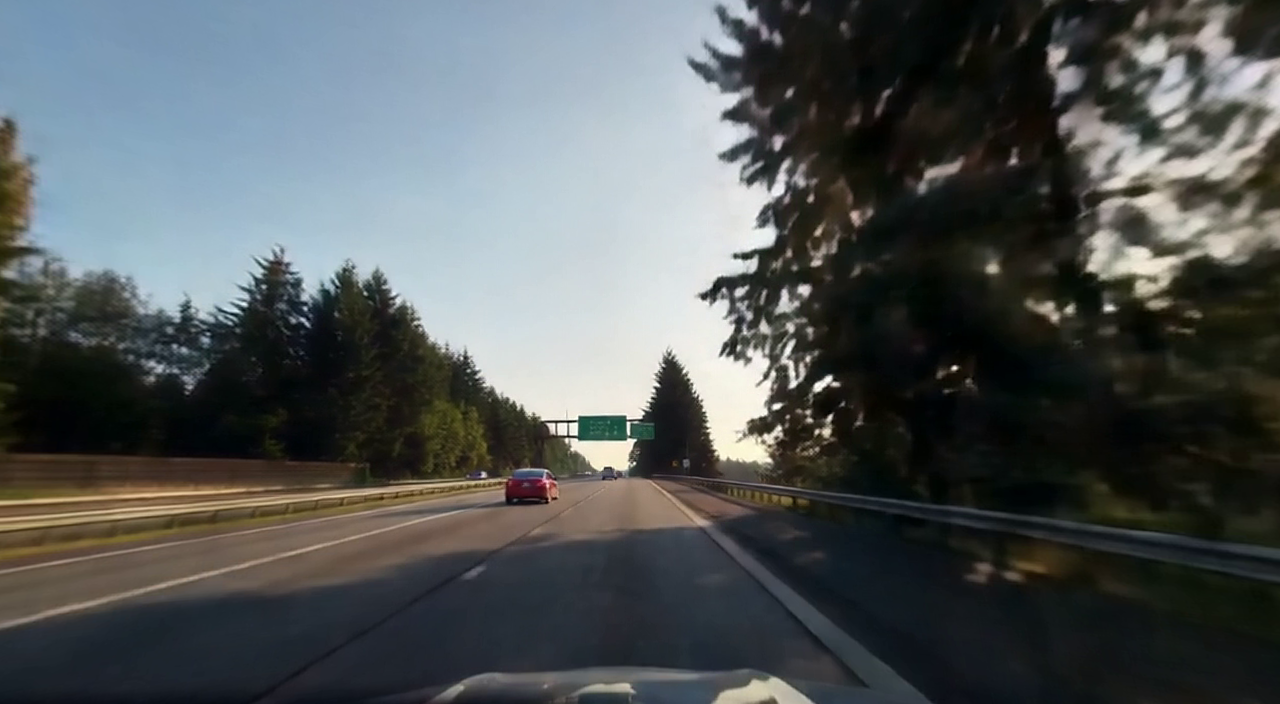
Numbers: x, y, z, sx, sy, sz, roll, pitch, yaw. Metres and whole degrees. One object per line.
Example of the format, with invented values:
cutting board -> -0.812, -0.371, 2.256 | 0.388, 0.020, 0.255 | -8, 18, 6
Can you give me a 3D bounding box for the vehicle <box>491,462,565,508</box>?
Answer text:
vehicle -> -4.102, 4.959, 23.724 | 1.954, 1.509, 4.094 | 1, -10, 1
